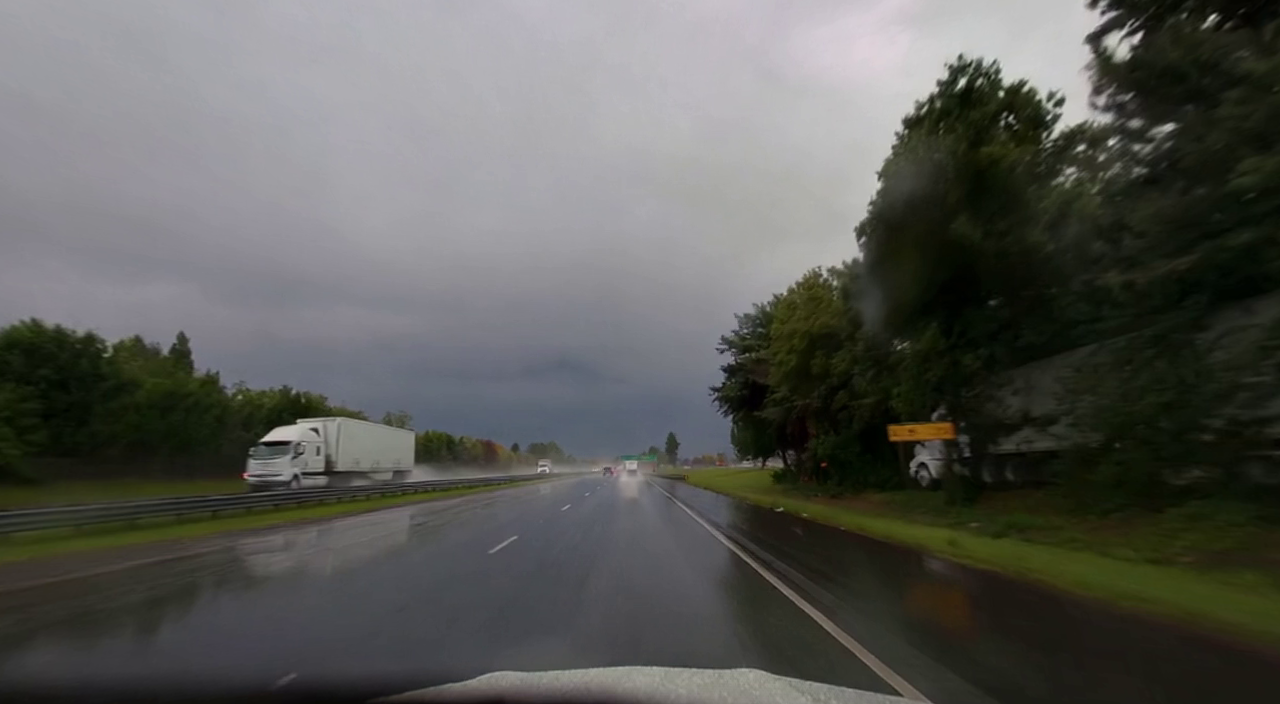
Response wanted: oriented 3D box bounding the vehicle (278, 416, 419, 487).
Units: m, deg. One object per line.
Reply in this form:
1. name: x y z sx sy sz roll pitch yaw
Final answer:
1. vehicle: -18.292 6.672 41.202 2.803 3.838 13.453 1 -11 0

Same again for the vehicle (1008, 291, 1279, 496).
1. vehicle: 14.391 1.289 15.073 2.826 4.078 14.044 1 -11 1

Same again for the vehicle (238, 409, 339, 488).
1. vehicle: -18.231 5.052 32.921 3.106 3.854 3.189 1 -10 -1
